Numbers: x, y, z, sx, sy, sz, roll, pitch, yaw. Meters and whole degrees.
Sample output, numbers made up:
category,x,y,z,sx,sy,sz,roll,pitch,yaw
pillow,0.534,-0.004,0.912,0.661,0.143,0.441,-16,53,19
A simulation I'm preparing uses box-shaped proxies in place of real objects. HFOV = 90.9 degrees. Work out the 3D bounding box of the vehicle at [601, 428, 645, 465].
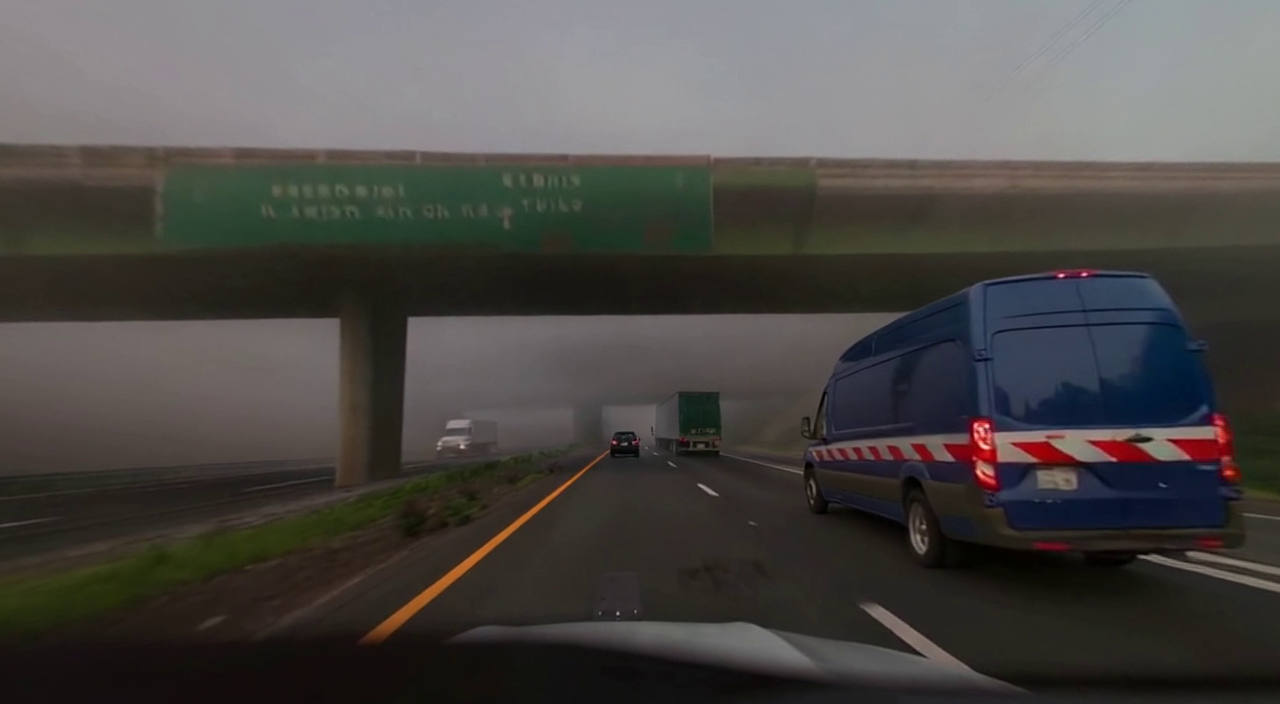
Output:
category,x,y,z,sx,sy,sz,roll,pitch,yaw
vehicle,-0.874,4.748,31.916,2.073,1.750,4.116,0,-8,-2

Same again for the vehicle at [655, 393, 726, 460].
category,x,y,z,sx,sy,sz,roll,pitch,yaw
vehicle,3.067,5.260,43.399,3.096,3.759,15.119,0,-8,-2

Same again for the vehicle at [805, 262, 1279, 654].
category,x,y,z,sx,sy,sz,roll,pitch,yaw
vehicle,3.798,1.004,6.782,2.387,2.506,5.374,0,-8,-2
